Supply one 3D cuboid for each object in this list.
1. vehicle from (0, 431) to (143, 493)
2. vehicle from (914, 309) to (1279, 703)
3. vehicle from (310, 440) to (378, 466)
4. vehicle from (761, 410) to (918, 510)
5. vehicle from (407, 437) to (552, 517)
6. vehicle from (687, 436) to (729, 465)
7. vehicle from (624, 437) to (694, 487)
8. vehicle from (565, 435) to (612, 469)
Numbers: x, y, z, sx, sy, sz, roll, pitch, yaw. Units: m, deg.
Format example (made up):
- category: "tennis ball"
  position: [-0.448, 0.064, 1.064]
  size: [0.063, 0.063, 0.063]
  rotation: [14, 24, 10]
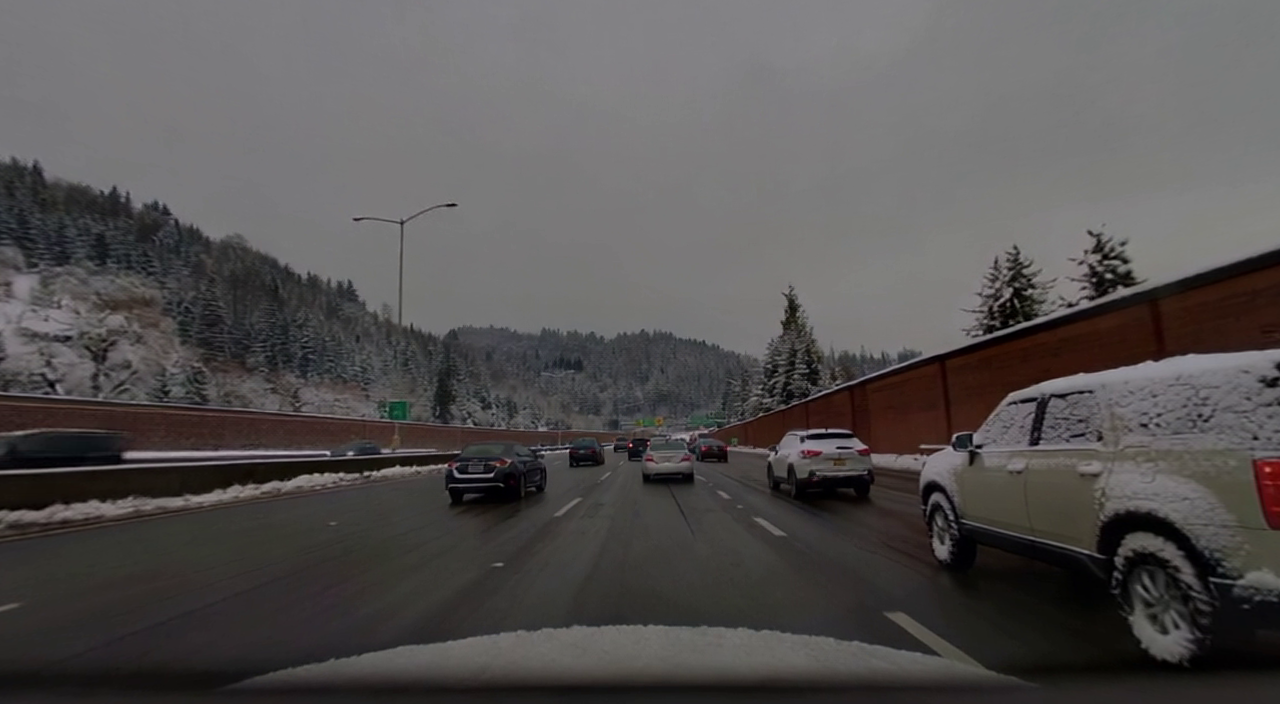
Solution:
- category: "vehicle"
  position: [-21.855, 3.932, 22.995]
  size: [2.448, 1.955, 6.132]
  rotation: [0, -8, 0]
- category: "vehicle"
  position: [3.730, 0.937, 4.096]
  size: [1.930, 1.831, 4.344]
  rotation: [0, -8, 0]
- category: "vehicle"
  position: [-21.506, 7.355, 46.151]
  size: [2.205, 1.769, 5.650]
  rotation: [0, -8, 0]
- category: "vehicle"
  position: [4.203, 2.358, 14.223]
  size: [1.970, 1.872, 4.575]
  rotation: [0, -8, -1]
- category: "vehicle"
  position: [-3.286, 2.627, 13.893]
  size: [1.961, 1.456, 4.362]
  rotation: [0, -8, 1]
- category: "vehicle"
  position: [3.720, 5.439, 35.107]
  size: [1.855, 1.513, 3.915]
  rotation: [0, -8, -1]
- category: "vehicle"
  position: [0.550, 3.562, 20.824]
  size: [2.105, 1.471, 3.978]
  rotation: [0, -8, 0]
- category: "vehicle"
  position: [-2.879, 5.736, 36.419]
  size: [2.154, 1.793, 4.736]
  rotation: [0, -8, 2]
